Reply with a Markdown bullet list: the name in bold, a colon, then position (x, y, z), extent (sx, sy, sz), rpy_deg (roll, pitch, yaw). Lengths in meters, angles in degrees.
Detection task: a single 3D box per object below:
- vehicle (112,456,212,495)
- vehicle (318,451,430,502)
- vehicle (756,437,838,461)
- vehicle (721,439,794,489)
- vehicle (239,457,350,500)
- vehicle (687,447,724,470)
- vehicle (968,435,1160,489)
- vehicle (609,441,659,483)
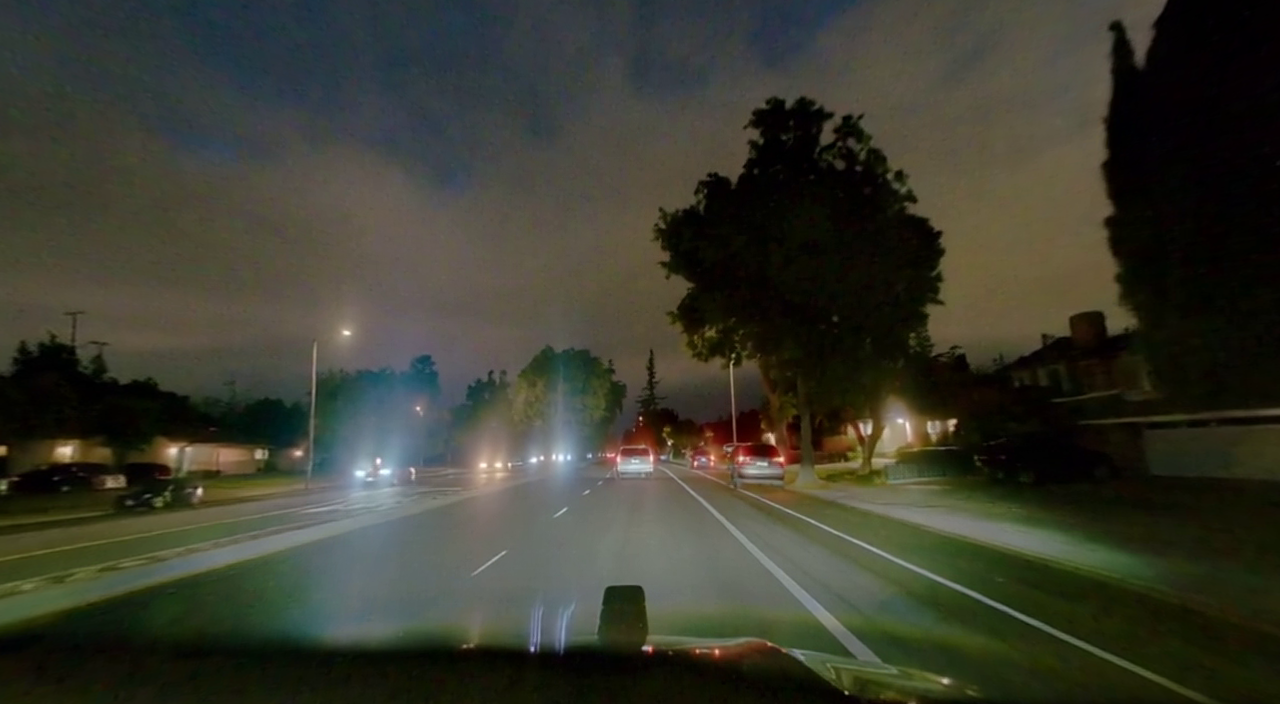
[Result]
- **vehicle**: position (-25.342, 6.532, 33.619), extent (1.786, 1.444, 4.545), rpy_deg (-4, -6, 2)
- **vehicle**: position (-8.913, 4.162, 21.585), extent (2.063, 1.493, 4.447), rpy_deg (0, -8, -3)
- **vehicle**: position (11.842, 7.371, 47.773), extent (5.538, 1.703, 2.286), rpy_deg (-1, -9, -1)
- **vehicle**: position (4.309, 4.142, 23.683), extent (1.992, 1.695, 4.101), rpy_deg (0, -8, 1)
- **vehicle**: position (-14.479, 5.310, 26.779), extent (2.138, 1.484, 4.604), rpy_deg (-2, -8, 0)
- **vehicle**: position (4.613, 7.507, 44.780), extent (2.020, 1.518, 4.255), rpy_deg (0, -8, -2)
- **vehicle**: position (12.369, 3.214, 18.611), extent (4.297, 1.478, 1.866), rpy_deg (0, -8, 0)
- **vehicle**: position (-0.248, 4.795, 27.855), extent (2.024, 1.655, 4.301), rpy_deg (0, -8, 0)
